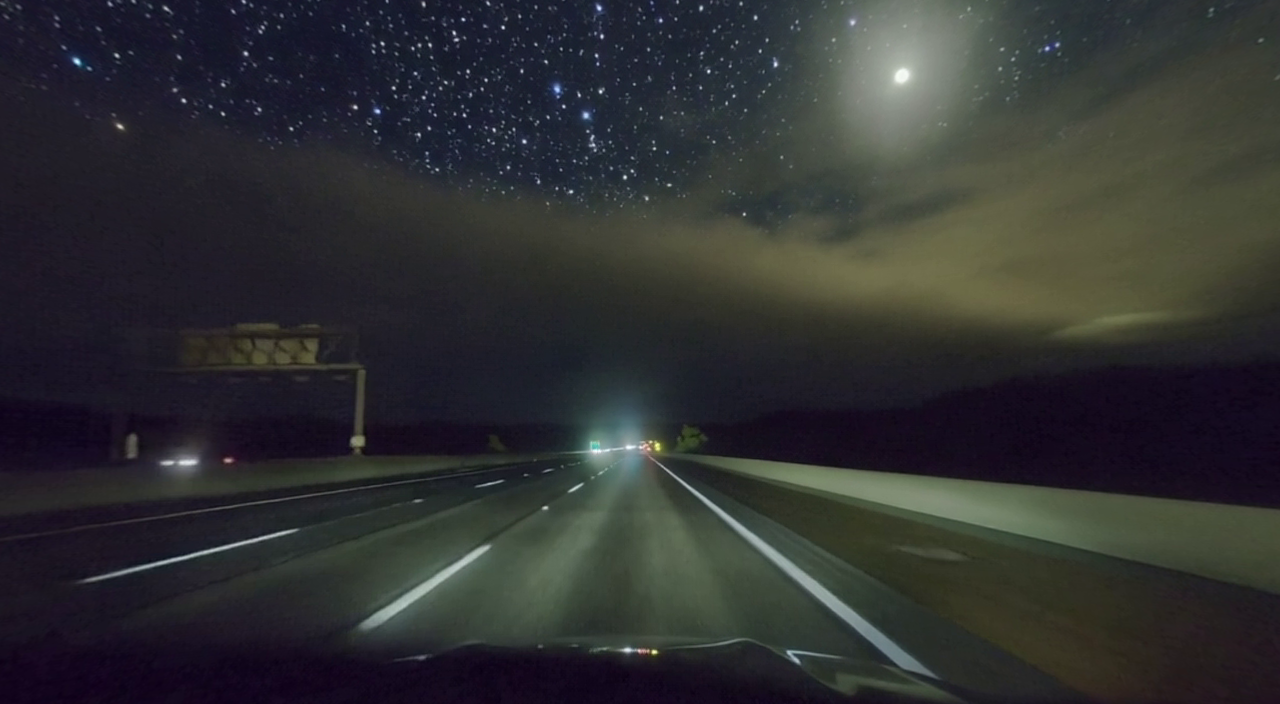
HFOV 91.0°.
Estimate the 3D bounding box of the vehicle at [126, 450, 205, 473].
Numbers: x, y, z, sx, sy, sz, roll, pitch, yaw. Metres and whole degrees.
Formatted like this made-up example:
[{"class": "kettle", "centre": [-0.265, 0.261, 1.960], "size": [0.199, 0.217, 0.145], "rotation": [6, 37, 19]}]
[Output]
[{"class": "vehicle", "centre": [-34.804, 8.044, 46.376], "size": [1.951, 1.596, 4.811], "rotation": [0, -9, 1]}]
